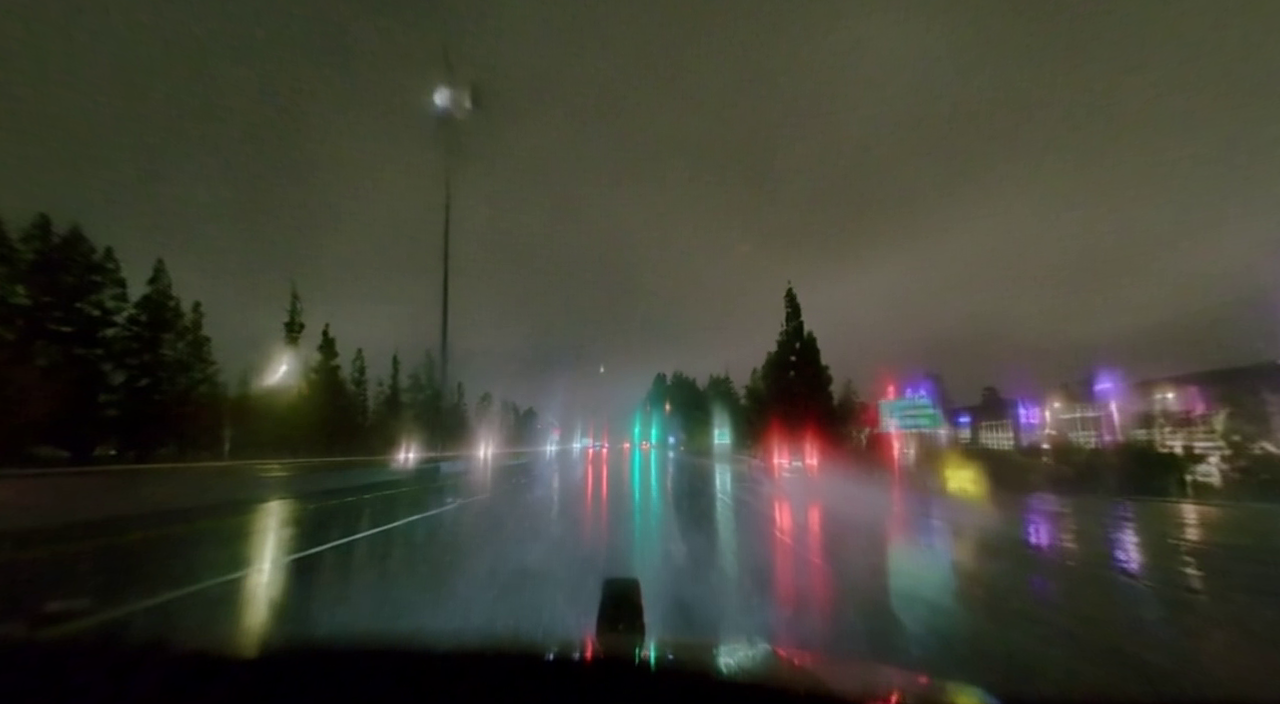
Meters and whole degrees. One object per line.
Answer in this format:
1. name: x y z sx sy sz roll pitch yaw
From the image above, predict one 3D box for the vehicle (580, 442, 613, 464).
1. vehicle: -3.120 7.321 45.698 2.015 1.557 4.229 0 -9 1
